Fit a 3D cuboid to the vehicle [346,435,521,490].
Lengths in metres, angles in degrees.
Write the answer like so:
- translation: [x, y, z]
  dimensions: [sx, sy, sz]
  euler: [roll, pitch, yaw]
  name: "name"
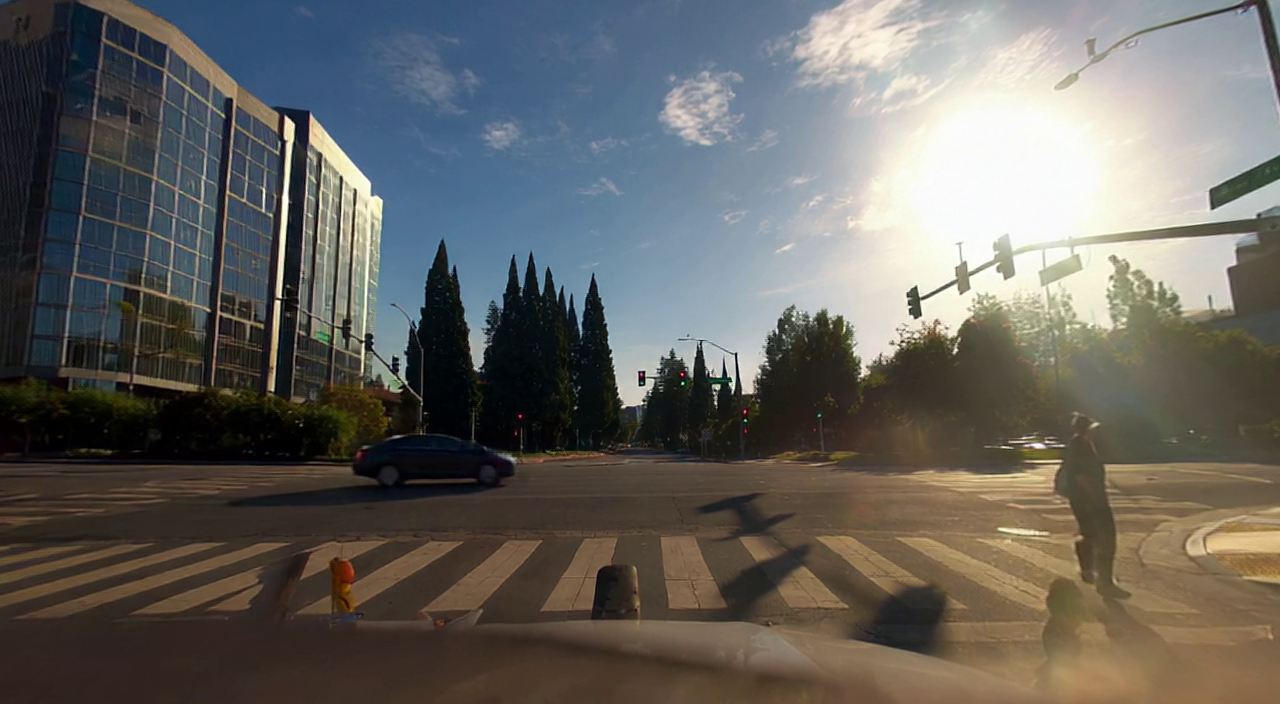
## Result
- translation: [-5.979, 3.259, 18.741]
  dimensions: [4.502, 1.512, 1.917]
  euler: [0, -9, 0]
  name: "vehicle"
